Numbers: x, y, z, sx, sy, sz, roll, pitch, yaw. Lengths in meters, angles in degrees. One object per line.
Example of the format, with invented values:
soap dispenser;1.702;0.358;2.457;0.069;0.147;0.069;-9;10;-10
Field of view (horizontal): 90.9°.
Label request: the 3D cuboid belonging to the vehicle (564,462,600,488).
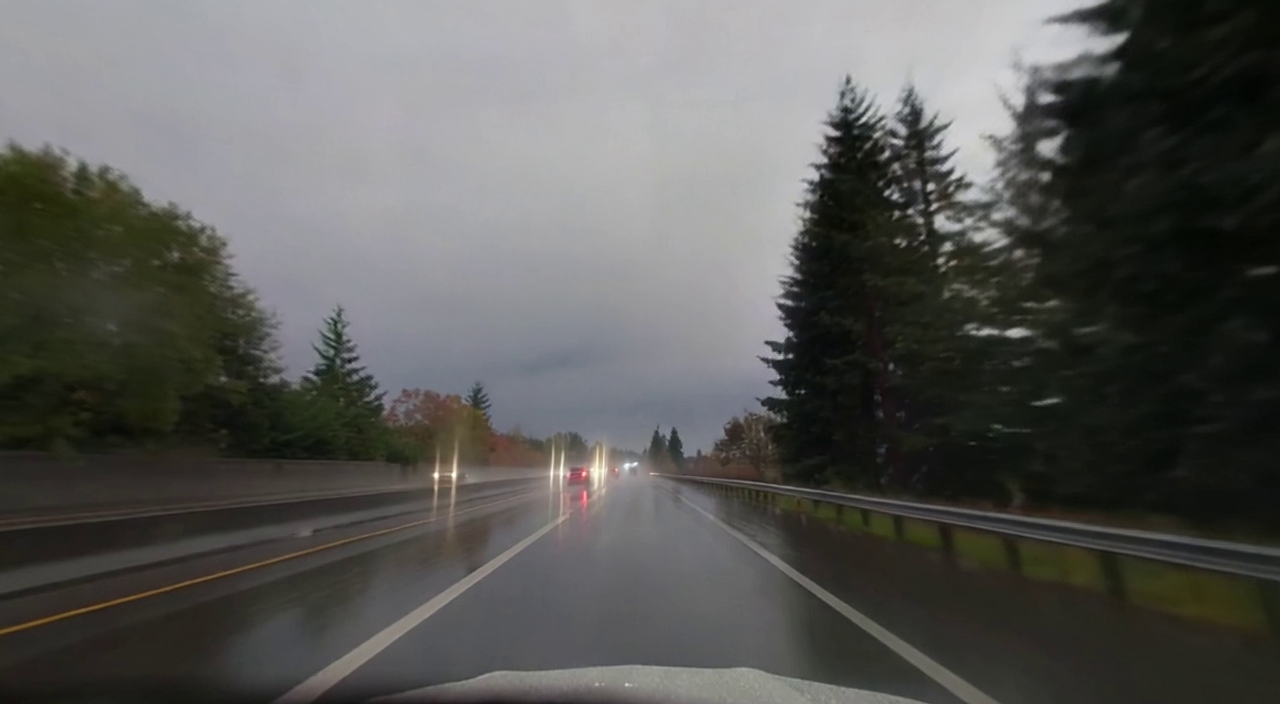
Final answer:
vehicle;-4.398;9.450;48.586;2.254;1.809;5.839;1;-10;0
